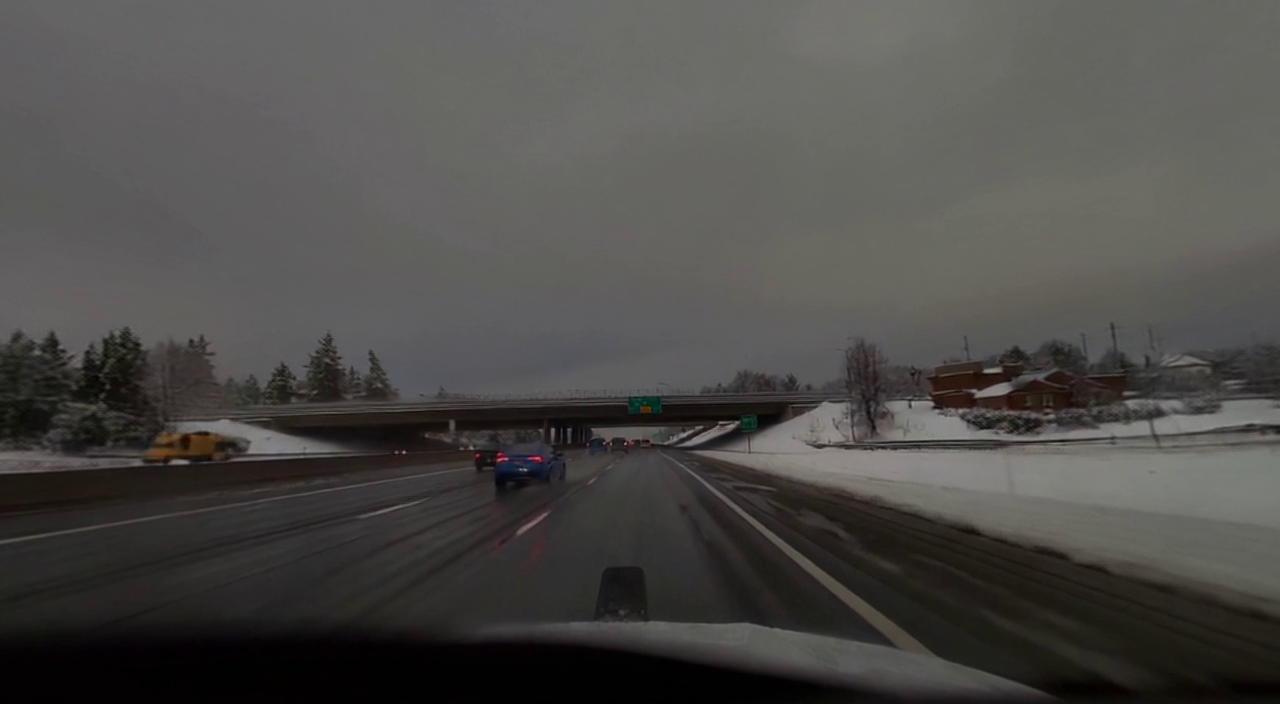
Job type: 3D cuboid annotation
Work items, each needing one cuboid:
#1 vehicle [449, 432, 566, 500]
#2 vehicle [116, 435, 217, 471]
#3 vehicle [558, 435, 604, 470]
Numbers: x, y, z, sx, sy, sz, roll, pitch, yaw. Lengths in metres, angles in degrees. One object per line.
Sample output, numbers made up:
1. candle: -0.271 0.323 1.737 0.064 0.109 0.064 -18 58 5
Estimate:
1. vehicle: -3.498 3.119 17.654 2.210 1.628 4.586 0 -9 1
2. vehicle: -24.640 5.272 33.065 1.839 1.700 4.364 -1 -8 1
3. vehicle: -3.215 5.589 35.300 2.080 1.811 4.644 0 -9 1
